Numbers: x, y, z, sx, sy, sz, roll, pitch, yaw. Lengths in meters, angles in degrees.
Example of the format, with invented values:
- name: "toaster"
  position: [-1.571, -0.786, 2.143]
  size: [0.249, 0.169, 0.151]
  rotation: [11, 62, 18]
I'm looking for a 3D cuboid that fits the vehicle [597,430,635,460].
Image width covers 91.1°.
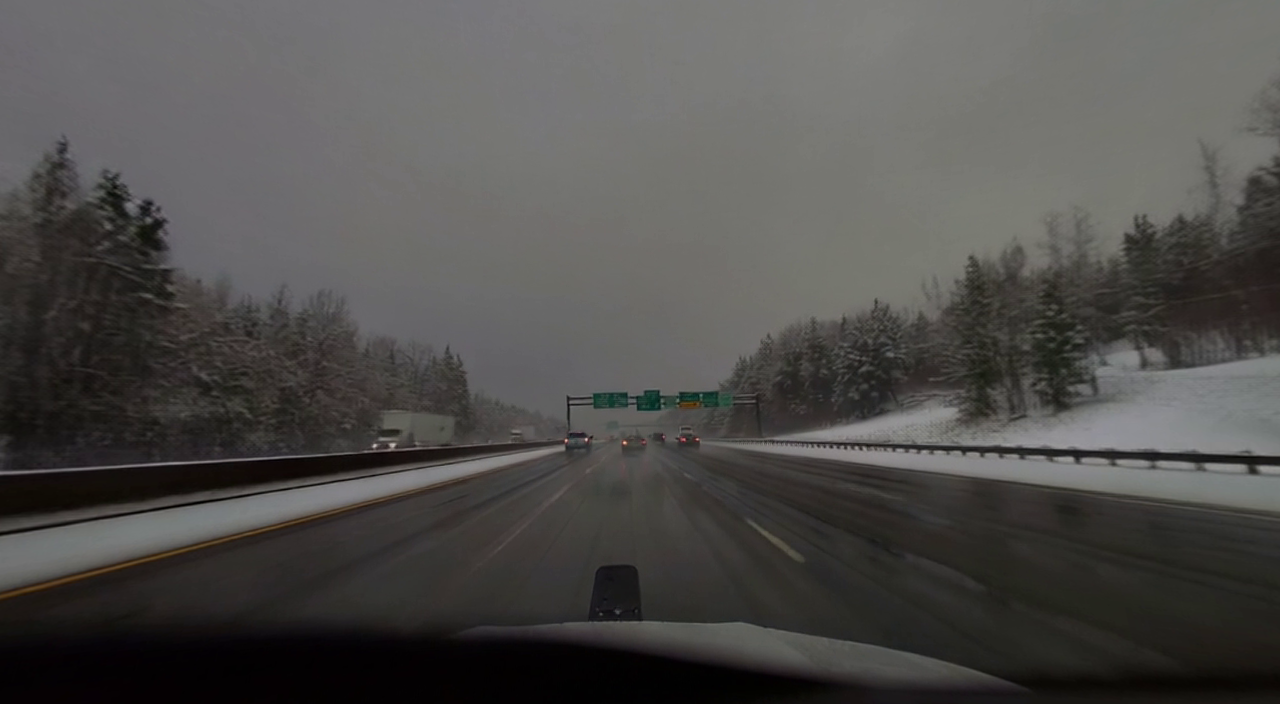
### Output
- name: "vehicle"
  position: [-1.432, 5.491, 37.328]
  size: [2.119, 1.629, 3.946]
  rotation: [0, -8, -2]

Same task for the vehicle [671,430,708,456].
- name: "vehicle"
  position: [3.312, 6.221, 43.129]
  size: [2.066, 1.673, 4.225]
  rotation: [0, -8, -2]

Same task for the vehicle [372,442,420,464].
- name: "vehicle"
  position: [-17.454, 7.232, 45.176]
  size: [1.800, 1.497, 4.109]
  rotation: [0, -8, 0]

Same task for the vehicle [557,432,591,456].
- name: "vehicle"
  position: [-4.810, 6.745, 46.339]
  size: [2.046, 1.658, 4.008]
  rotation: [0, -8, 0]
